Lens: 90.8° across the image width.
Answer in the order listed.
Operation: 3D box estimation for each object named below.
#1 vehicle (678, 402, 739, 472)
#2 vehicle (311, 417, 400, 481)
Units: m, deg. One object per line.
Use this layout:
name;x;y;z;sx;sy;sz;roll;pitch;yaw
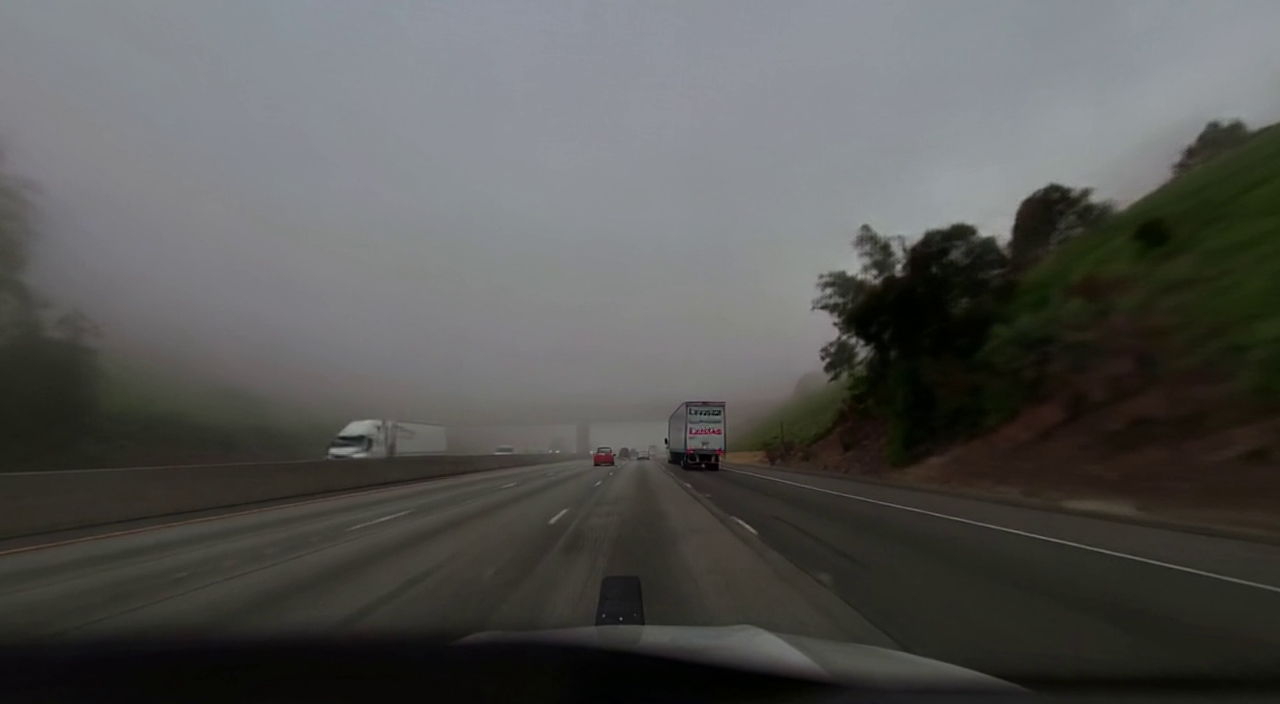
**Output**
vehicle;4.150;5.504;40.464;2.885;3.992;8.526;0;-9;0
vehicle;-19.132;6.585;42.958;2.969;3.983;6.343;0;-9;0
